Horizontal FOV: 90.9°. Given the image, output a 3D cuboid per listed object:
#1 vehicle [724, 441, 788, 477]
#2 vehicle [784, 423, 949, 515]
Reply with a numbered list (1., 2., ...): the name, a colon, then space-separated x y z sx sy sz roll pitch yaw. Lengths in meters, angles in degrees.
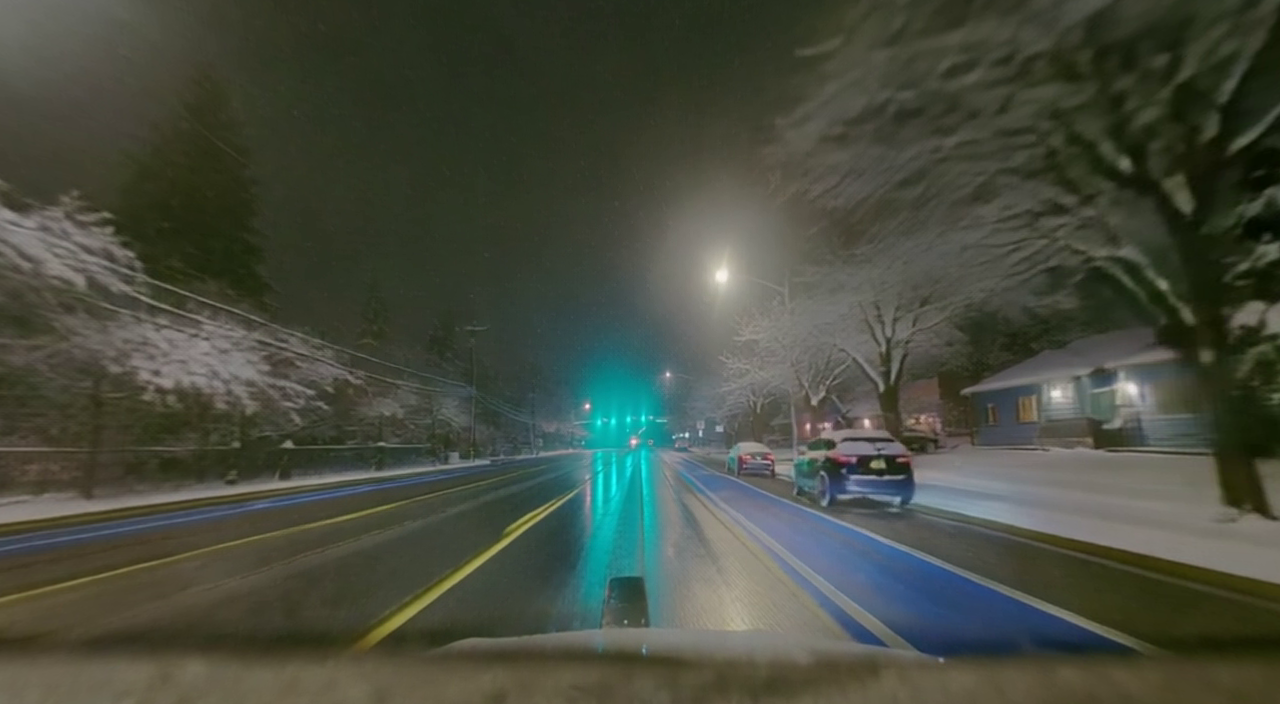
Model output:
1. vehicle: 5.131 4.815 28.633 1.995 1.472 4.884 0 -8 0
2. vehicle: 4.915 2.605 14.526 2.069 1.743 4.595 0 -8 0
